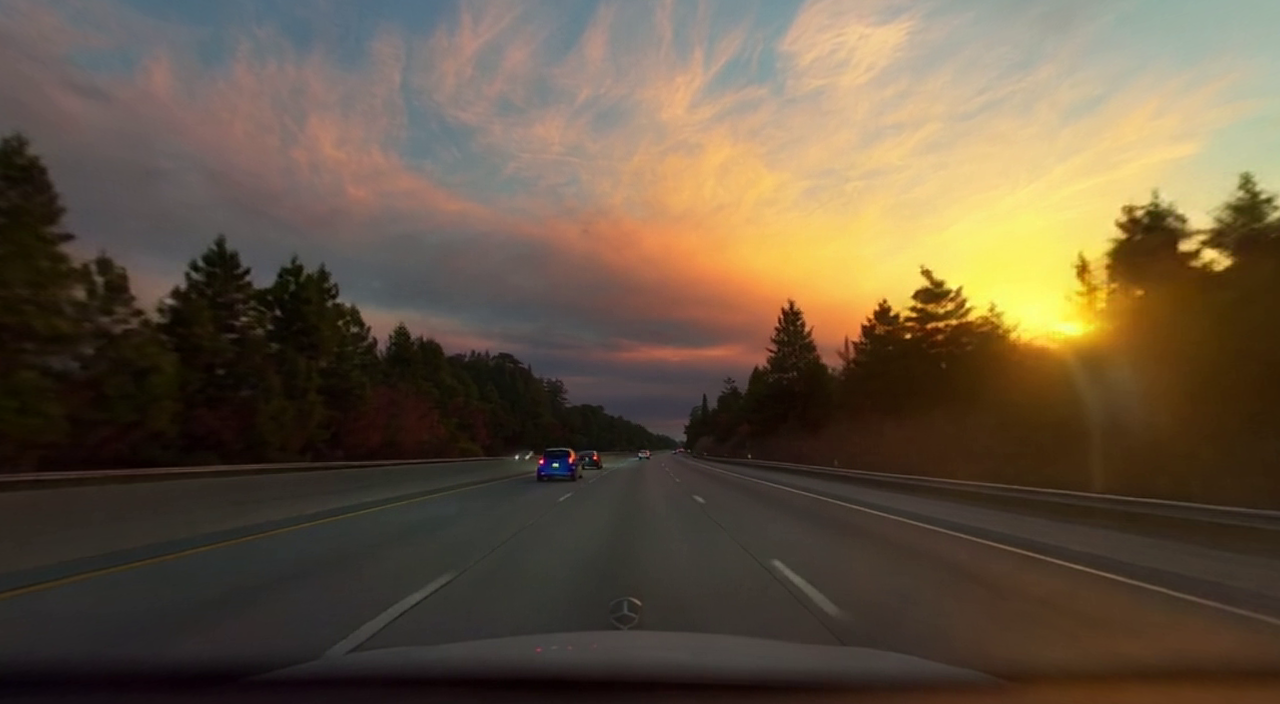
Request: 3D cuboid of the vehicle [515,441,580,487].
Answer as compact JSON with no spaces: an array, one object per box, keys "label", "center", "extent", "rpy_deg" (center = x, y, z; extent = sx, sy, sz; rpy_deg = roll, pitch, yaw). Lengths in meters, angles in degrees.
[{"label":"vehicle","center":[-3.450,4.294,24.367],"extent":[1.846,1.600,4.108],"rpy_deg":[0,-9,1]}]
